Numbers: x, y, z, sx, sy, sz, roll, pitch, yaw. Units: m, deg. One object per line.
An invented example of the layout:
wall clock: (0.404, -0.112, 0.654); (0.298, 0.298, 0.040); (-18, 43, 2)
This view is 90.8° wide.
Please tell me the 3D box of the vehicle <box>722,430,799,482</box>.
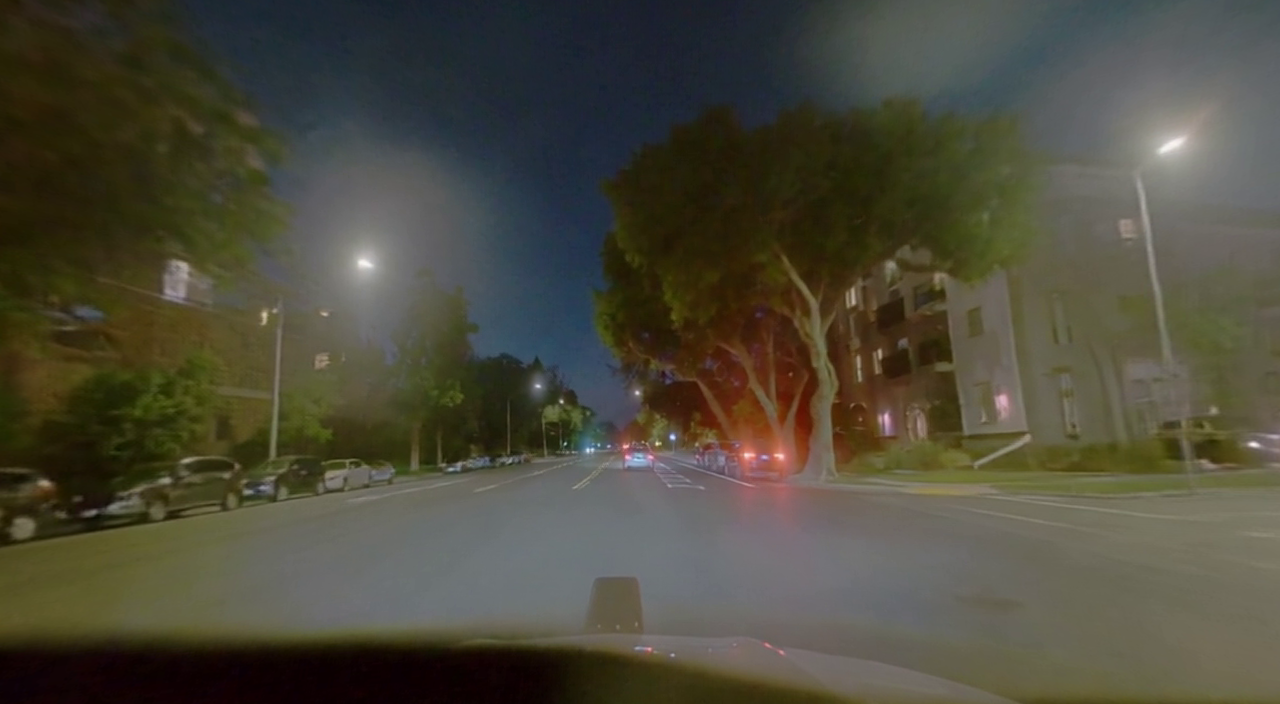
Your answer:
vehicle: (5.081, 4.445, 27.435); (2.195, 2.000, 4.789); (0, -8, -3)

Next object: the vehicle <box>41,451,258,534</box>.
vehicle: (-12.640, 3.568, 16.862); (1.904, 1.805, 5.100); (0, -9, -4)

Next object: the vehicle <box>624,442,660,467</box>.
vehicle: (0.070, 6.277, 38.804); (2.022, 1.471, 3.973); (0, -9, -2)

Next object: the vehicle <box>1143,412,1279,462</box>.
vehicle: (23.531, 3.499, 25.788); (1.990, 1.816, 4.755); (0, -9, 0)

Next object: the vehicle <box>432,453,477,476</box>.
vehicle: (-12.817, 7.764, 43.851); (1.819, 1.443, 4.273); (0, -9, 0)

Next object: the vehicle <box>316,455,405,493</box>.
vehicle: (-12.646, 5.518, 28.937); (1.835, 1.488, 4.696); (0, -9, 1)

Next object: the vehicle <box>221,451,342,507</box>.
vehicle: (-12.776, 4.501, 22.904); (1.917, 1.739, 4.461); (0, -9, -3)
